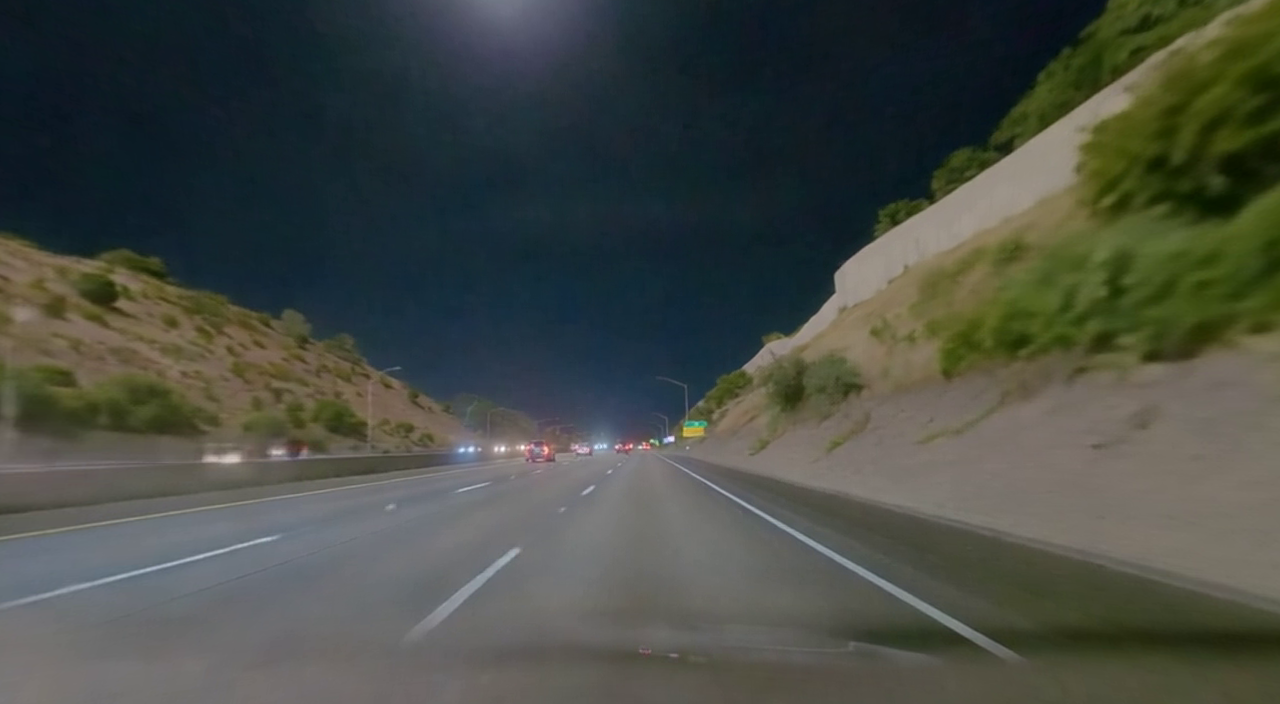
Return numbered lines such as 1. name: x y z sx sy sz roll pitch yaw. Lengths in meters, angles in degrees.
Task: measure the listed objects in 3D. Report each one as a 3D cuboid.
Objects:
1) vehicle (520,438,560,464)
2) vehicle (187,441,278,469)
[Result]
1. vehicle: -6.680 6.665 42.325 1.972 1.660 4.254 0 -8 1
2. vehicle: -22.404 5.682 34.766 2.075 1.443 4.314 0 -8 1
